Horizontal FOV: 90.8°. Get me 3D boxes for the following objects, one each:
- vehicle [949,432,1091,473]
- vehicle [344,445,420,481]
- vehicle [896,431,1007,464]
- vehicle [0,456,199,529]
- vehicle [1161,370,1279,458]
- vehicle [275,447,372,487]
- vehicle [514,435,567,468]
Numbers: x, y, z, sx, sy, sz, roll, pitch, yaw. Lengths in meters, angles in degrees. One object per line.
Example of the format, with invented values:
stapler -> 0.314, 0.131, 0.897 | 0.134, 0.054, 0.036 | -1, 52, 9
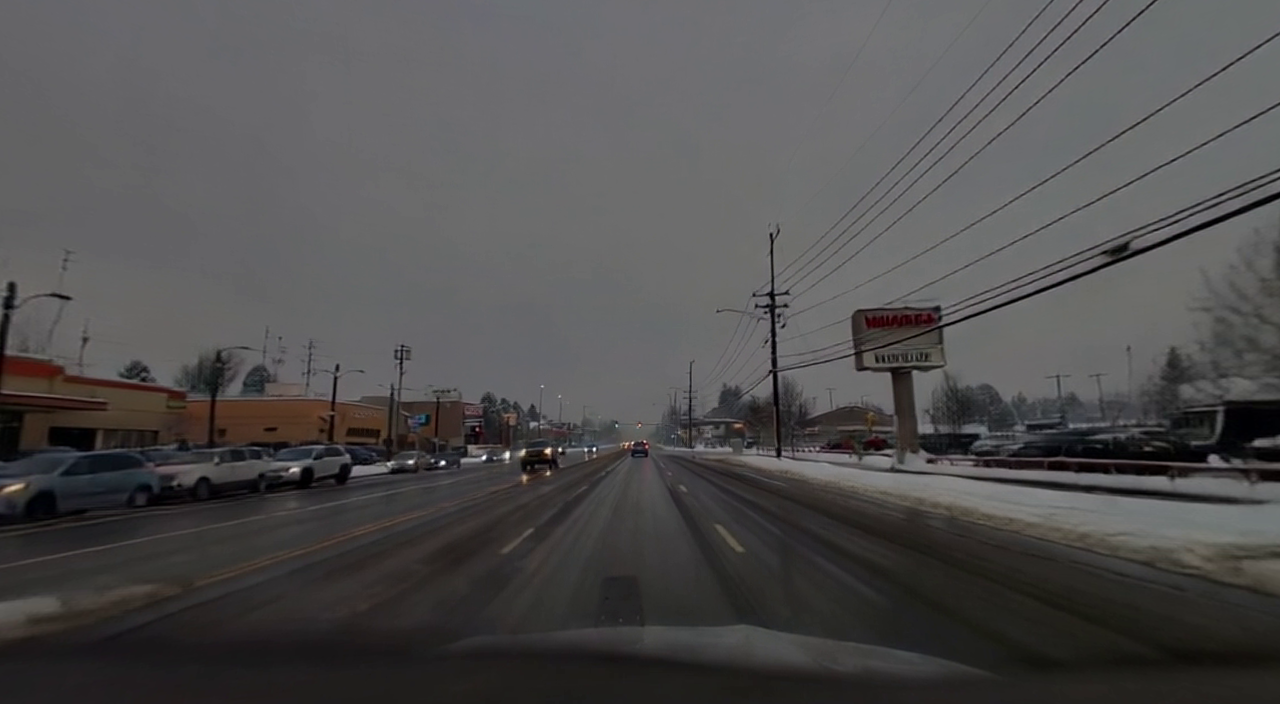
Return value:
vehicle -> 15.071, 3.994, 25.250 | 4.396, 1.412, 1.858 | -2, -6, 3
vehicle -> -13.521, 5.826, 33.471 | 1.793, 1.534, 5.400 | -2, -7, 0
vehicle -> 15.006, 4.617, 30.616 | 4.300, 1.431, 1.937 | -1, -7, 1
vehicle -> -13.639, 3.403, 15.882 | 1.791, 1.377, 4.807 | -2, -8, -2
vehicle -> 29.528, 2.896, 28.893 | 8.821, 3.745, 2.909 | 0, -8, -3
vehicle -> -13.722, 4.956, 27.713 | 1.901, 1.552, 4.541 | 0, -8, 0
vehicle -> -5.774, 5.817, 37.225 | 2.180, 1.805, 5.170 | 0, -8, 1
